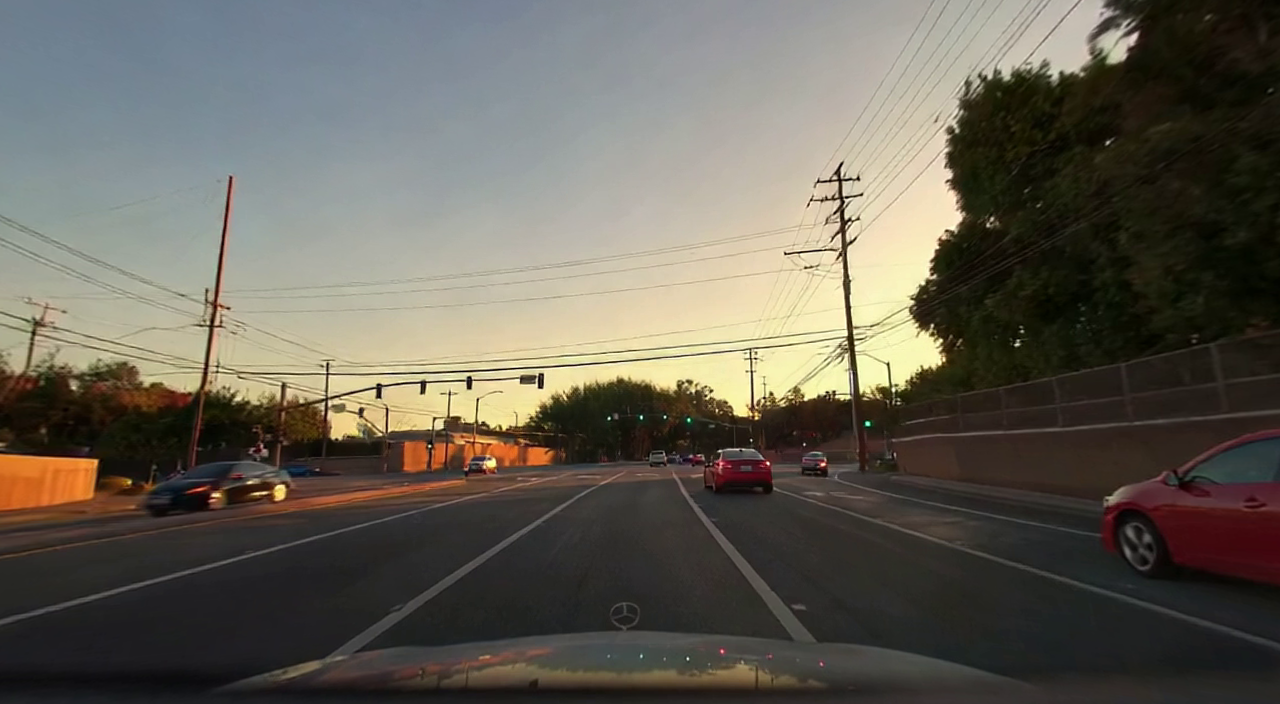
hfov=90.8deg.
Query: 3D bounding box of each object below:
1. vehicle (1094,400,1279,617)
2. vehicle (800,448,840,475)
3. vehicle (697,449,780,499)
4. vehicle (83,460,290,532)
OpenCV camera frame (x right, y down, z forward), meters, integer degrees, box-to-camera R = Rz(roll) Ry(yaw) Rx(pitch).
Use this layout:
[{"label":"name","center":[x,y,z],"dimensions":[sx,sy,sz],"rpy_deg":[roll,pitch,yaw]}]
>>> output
[{"label":"vehicle","center":[6.352,1.286,5.144],"dimensions":[2.029,1.795,4.371],"rpy_deg":[0,-9,0]},{"label":"vehicle","center":[12.601,7.684,44.479],"dimensions":[1.949,1.758,4.215],"rpy_deg":[-1,-9,6]},{"label":"vehicle","center":[3.161,4.010,21.178],"dimensions":[2.035,1.460,4.392],"rpy_deg":[0,-8,0]},{"label":"vehicle","center":[-11.373,3.597,16.381],"dimensions":[1.916,1.486,4.563],"rpy_deg":[0,-8,1]}]
